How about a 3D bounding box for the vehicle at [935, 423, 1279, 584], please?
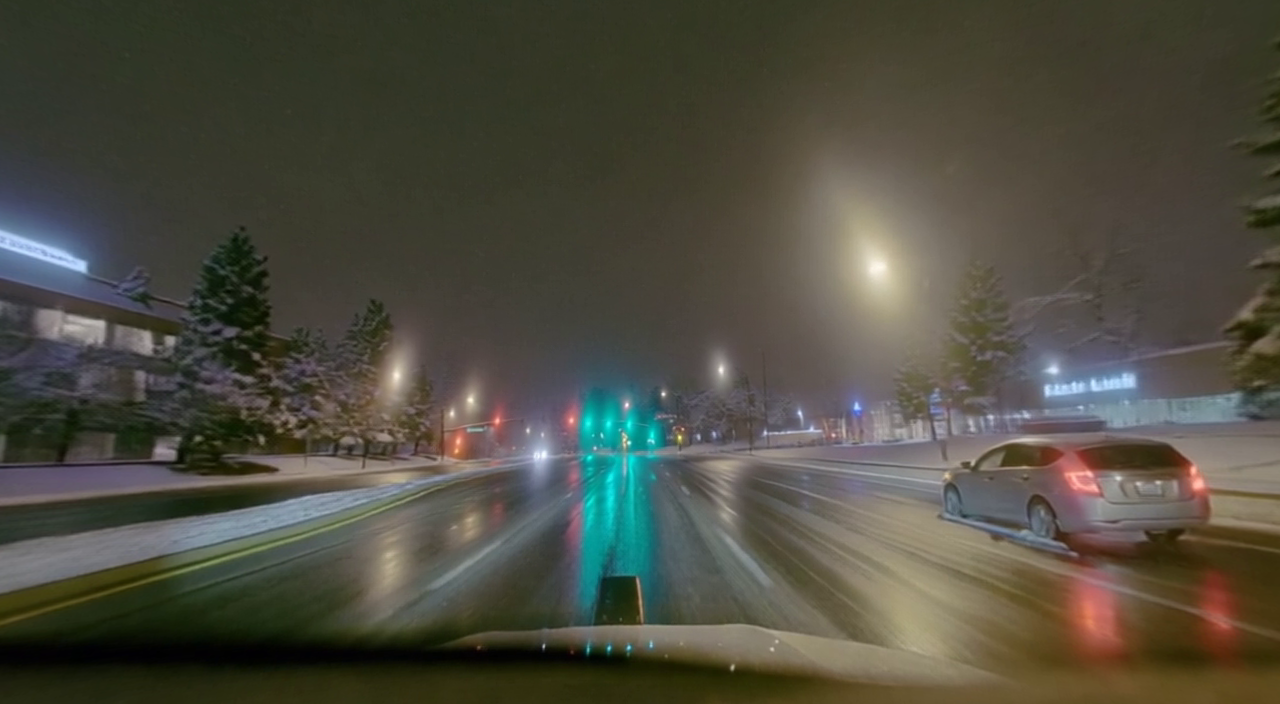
[{"bbox_3d":[6.026,1.773,8.299,2.070,1.491,4.575,0,-9,0],"label":"vehicle"}]
